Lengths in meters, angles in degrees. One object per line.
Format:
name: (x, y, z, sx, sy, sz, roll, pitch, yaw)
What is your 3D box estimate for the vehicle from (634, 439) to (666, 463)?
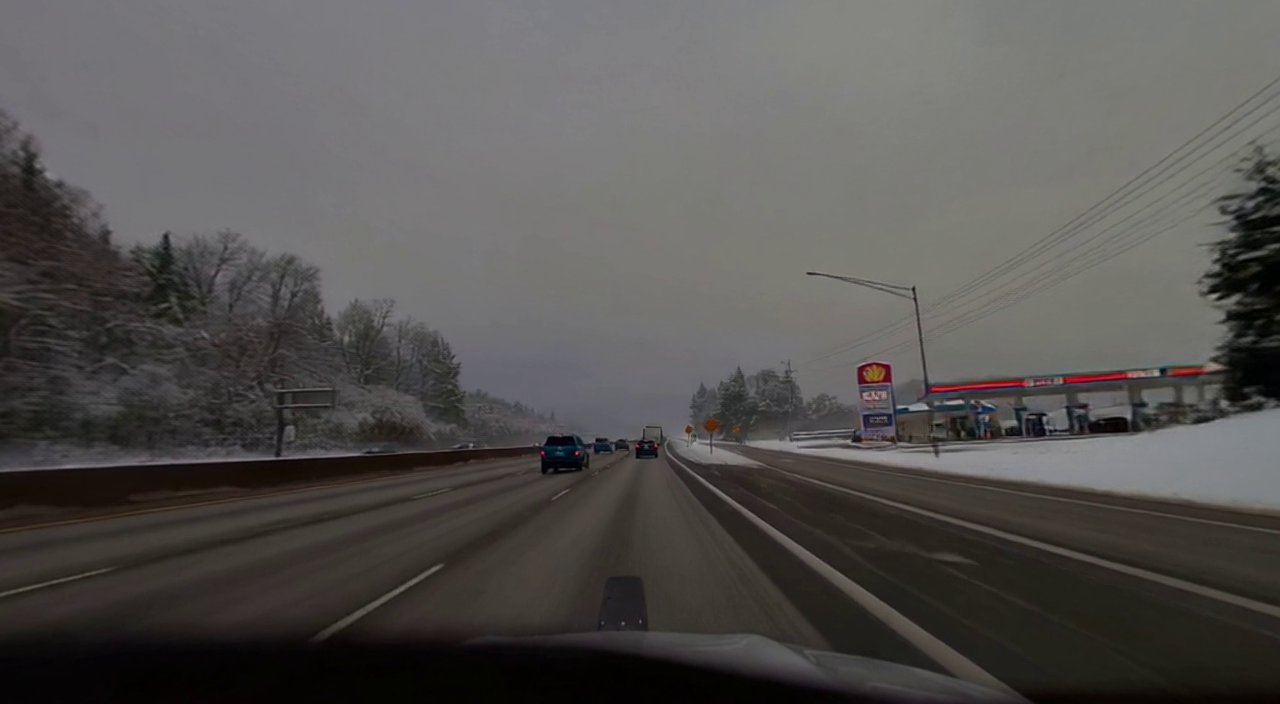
vehicle: (0.597, 6.515, 41.577, 1.982, 1.524, 3.800, 0, -9, -1)

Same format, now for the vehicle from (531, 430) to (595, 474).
vehicle: (-3.479, 4.675, 29.618, 2.273, 1.884, 4.515, 0, -9, 2)
